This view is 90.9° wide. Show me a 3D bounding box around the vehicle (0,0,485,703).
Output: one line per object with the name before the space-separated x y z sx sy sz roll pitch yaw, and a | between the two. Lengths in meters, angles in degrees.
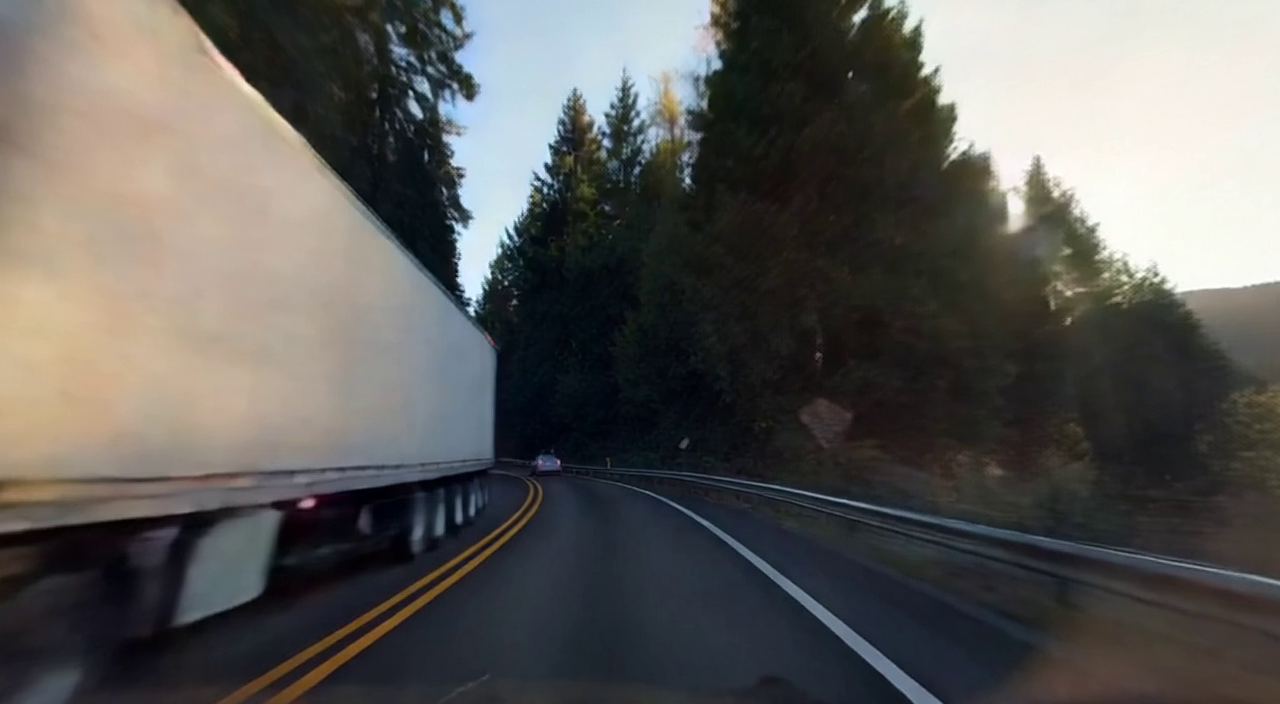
vehicle | -4.322 0.445 6.381 2.999 4.301 11.457 0 -8 -2

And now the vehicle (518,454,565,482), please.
vehicle | -5.898 6.837 37.487 2.120 1.491 4.349 3 -9 -17
